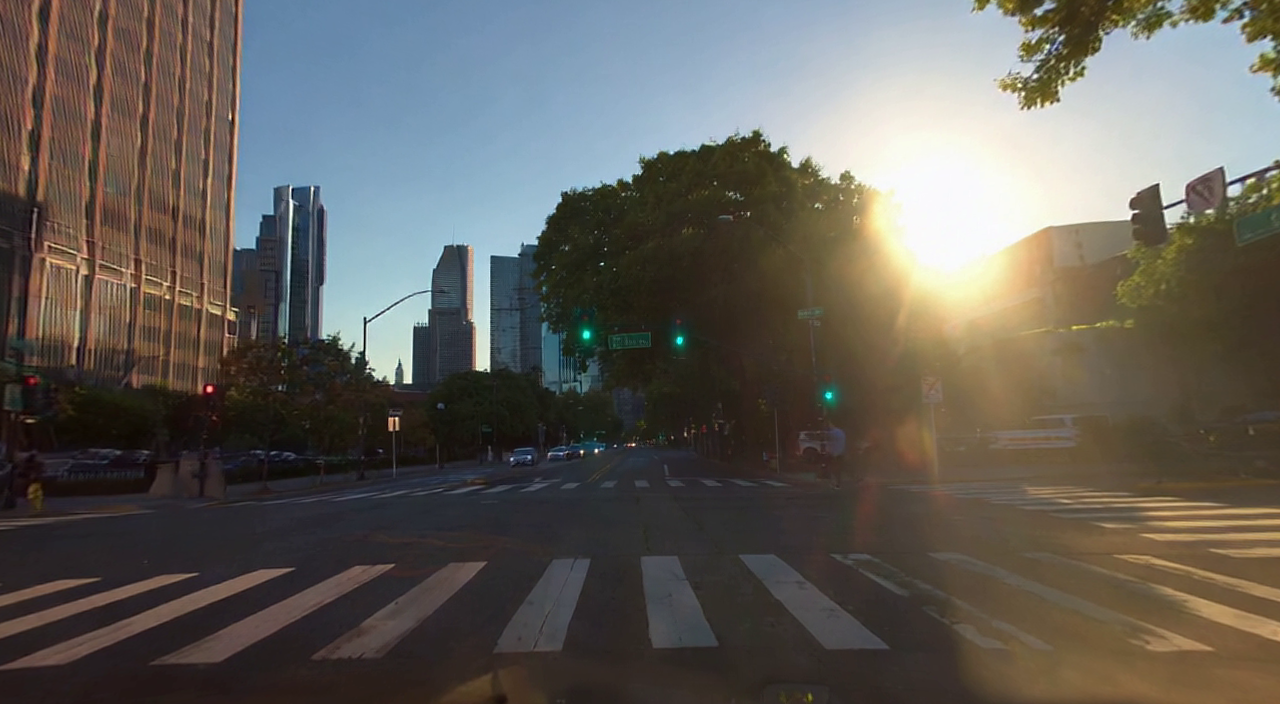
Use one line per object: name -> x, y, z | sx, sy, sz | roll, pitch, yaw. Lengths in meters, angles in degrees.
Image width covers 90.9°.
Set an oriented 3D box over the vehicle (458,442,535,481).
vehicle -> -5.883, 4.547, 26.485 | 2.127, 1.473, 4.428 | 0, -8, 1
